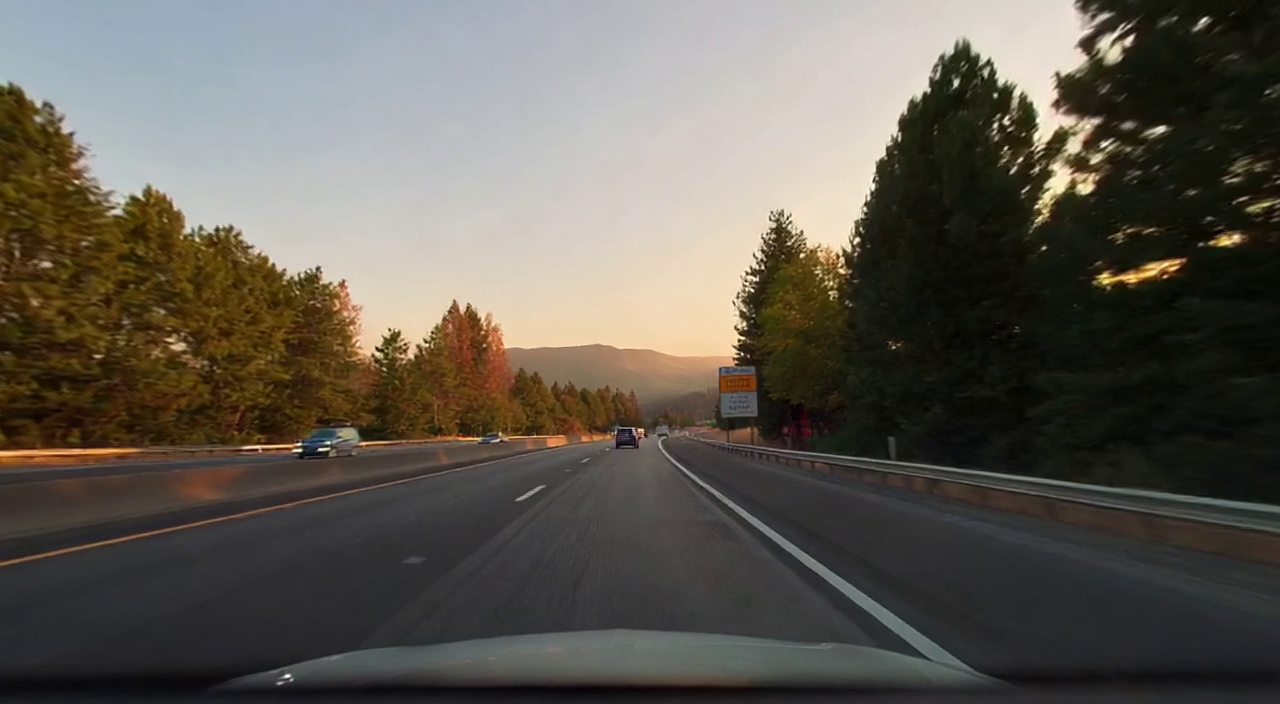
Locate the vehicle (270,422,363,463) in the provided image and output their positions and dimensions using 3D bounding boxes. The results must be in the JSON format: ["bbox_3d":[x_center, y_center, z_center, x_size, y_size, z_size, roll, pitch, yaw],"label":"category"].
[{"bbox_3d":[-16.047,4.523,31.596,2.030,1.866,4.818,0,-8,1],"label":"vehicle"}]

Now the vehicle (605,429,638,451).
[{"bbox_3d":[-1.289,6.452,46.178,2.051,1.529,4.303,-1,-8,3],"label":"vehicle"}]
